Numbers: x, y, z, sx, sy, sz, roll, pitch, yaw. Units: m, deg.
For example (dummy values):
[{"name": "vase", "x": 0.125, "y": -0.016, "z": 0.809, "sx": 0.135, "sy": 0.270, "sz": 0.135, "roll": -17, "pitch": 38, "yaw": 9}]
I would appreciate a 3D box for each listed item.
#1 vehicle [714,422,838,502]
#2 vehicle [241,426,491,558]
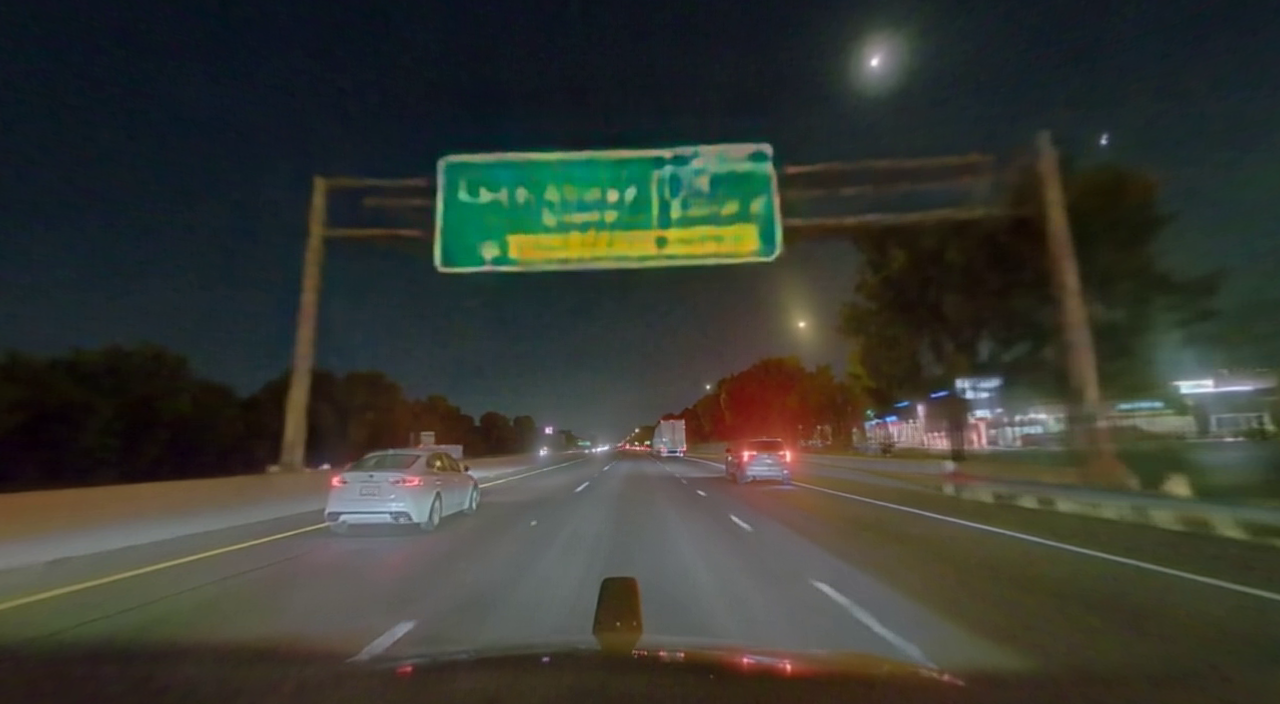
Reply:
[{"name": "vehicle", "x": 3.278, "y": 2.769, "z": 16.270, "sx": 2.065, "sy": 1.760, "sz": 4.488, "roll": 0, "pitch": -8, "yaw": -2}, {"name": "vehicle", "x": -3.944, "y": 2.071, "z": 10.221, "sx": 1.903, "sy": 1.607, "sz": 4.770, "roll": 0, "pitch": -8, "yaw": 0}]
